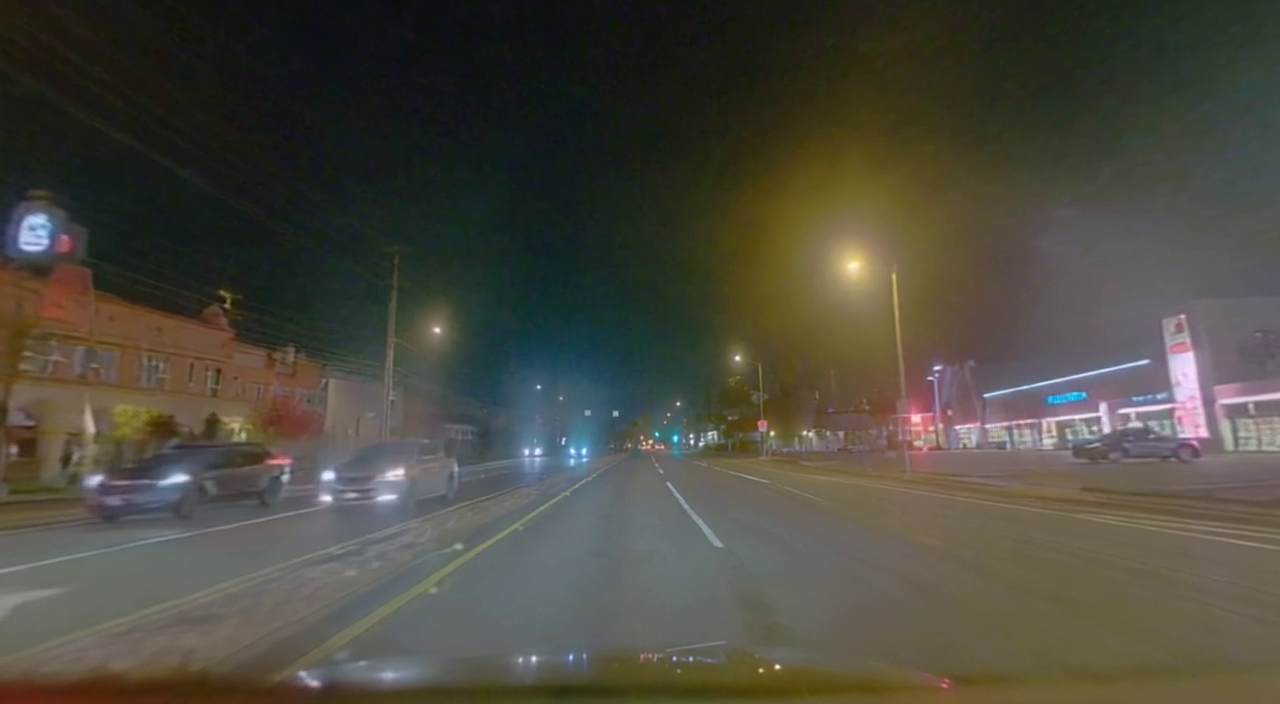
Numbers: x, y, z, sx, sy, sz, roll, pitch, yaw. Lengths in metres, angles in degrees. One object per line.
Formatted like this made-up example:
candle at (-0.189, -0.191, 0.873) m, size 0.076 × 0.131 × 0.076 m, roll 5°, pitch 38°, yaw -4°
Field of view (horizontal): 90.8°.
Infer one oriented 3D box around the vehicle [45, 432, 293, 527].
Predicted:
vehicle at (-9.707, 2.623, 13.608) m, size 1.954 × 1.694 × 4.310 m, roll 0°, pitch -8°, yaw 1°

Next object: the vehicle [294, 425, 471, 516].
vehicle at (-5.644, 2.638, 14.645) m, size 2.129 × 1.748 × 4.555 m, roll 0°, pitch -8°, yaw 1°
